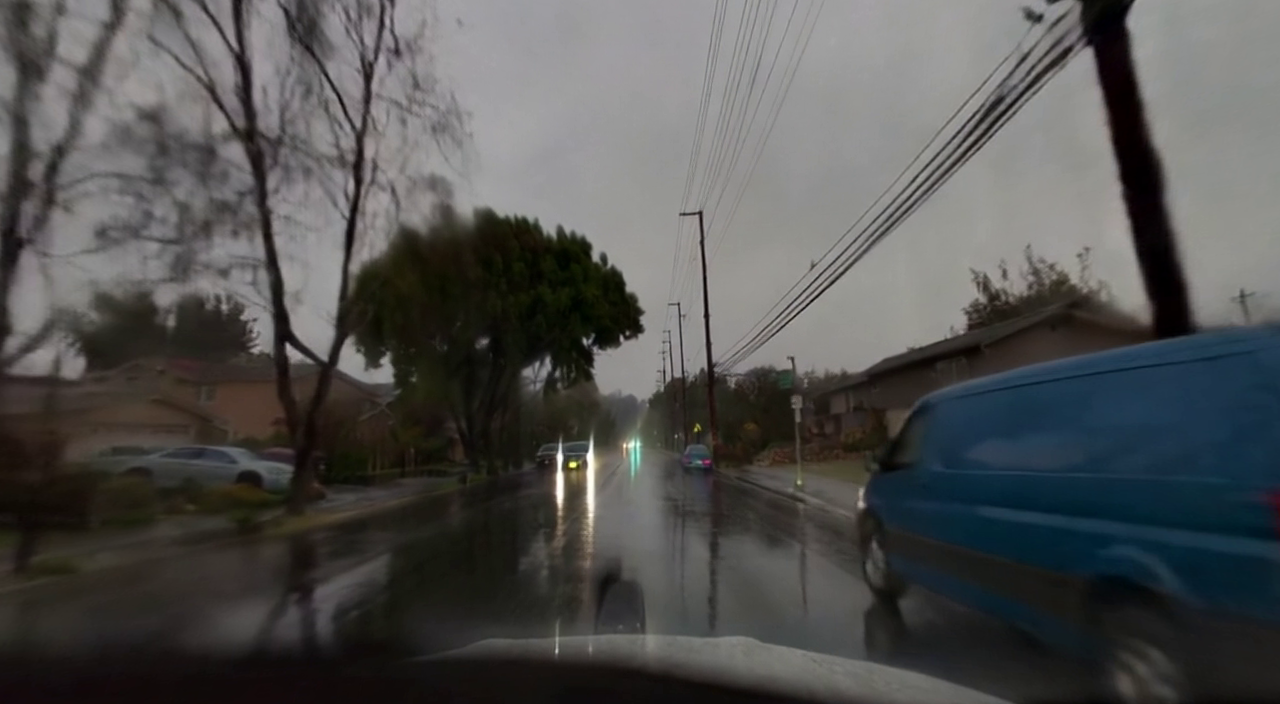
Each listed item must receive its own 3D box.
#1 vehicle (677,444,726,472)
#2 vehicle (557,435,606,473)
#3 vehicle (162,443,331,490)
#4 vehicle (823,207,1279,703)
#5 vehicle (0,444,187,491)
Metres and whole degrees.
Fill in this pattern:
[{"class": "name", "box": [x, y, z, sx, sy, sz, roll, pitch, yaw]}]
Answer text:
[{"class": "vehicle", "box": [3.308, 5.809, 34.958, 1.944, 1.439, 4.500, 0, -9, -4]}, {"class": "vehicle", "box": [-3.017, 5.423, 33.671, 2.032, 1.836, 4.520, -1, -9, 2]}, {"class": "vehicle", "box": [-13.268, 3.878, 21.545, 4.443, 1.475, 1.932, 0, -9, -2]}, {"class": "vehicle", "box": [3.030, 0.870, 3.618, 2.311, 2.069, 5.156, 0, -9, -1]}, {"class": "vehicle", "box": [-18.502, 3.903, 21.500, 4.615, 1.482, 2.073, -1, -8, 2]}]
